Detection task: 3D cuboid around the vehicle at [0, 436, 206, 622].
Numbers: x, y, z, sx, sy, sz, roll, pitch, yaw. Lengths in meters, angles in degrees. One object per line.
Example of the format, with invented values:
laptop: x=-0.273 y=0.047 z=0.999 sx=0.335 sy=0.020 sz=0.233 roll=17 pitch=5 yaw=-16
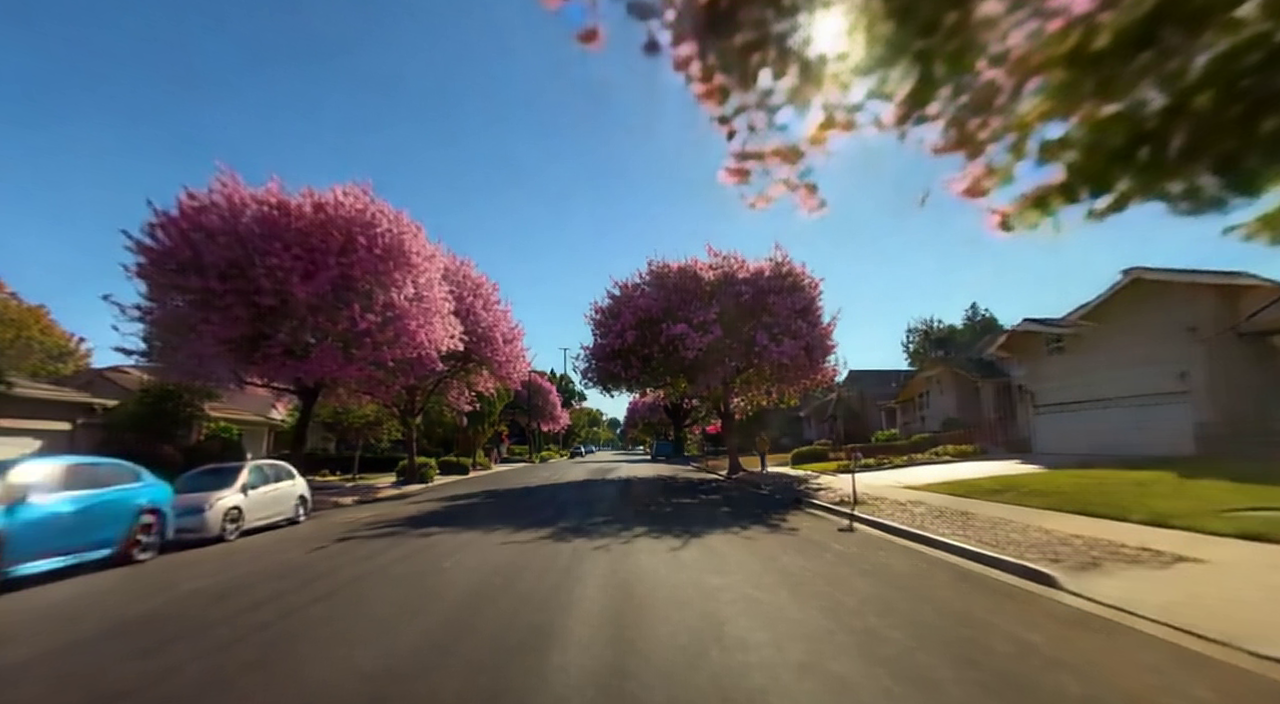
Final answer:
vehicle: x=-6.378 y=1.632 z=6.103 sx=1.874 sy=1.497 sz=4.233 roll=-2 pitch=-7 yaw=-8
